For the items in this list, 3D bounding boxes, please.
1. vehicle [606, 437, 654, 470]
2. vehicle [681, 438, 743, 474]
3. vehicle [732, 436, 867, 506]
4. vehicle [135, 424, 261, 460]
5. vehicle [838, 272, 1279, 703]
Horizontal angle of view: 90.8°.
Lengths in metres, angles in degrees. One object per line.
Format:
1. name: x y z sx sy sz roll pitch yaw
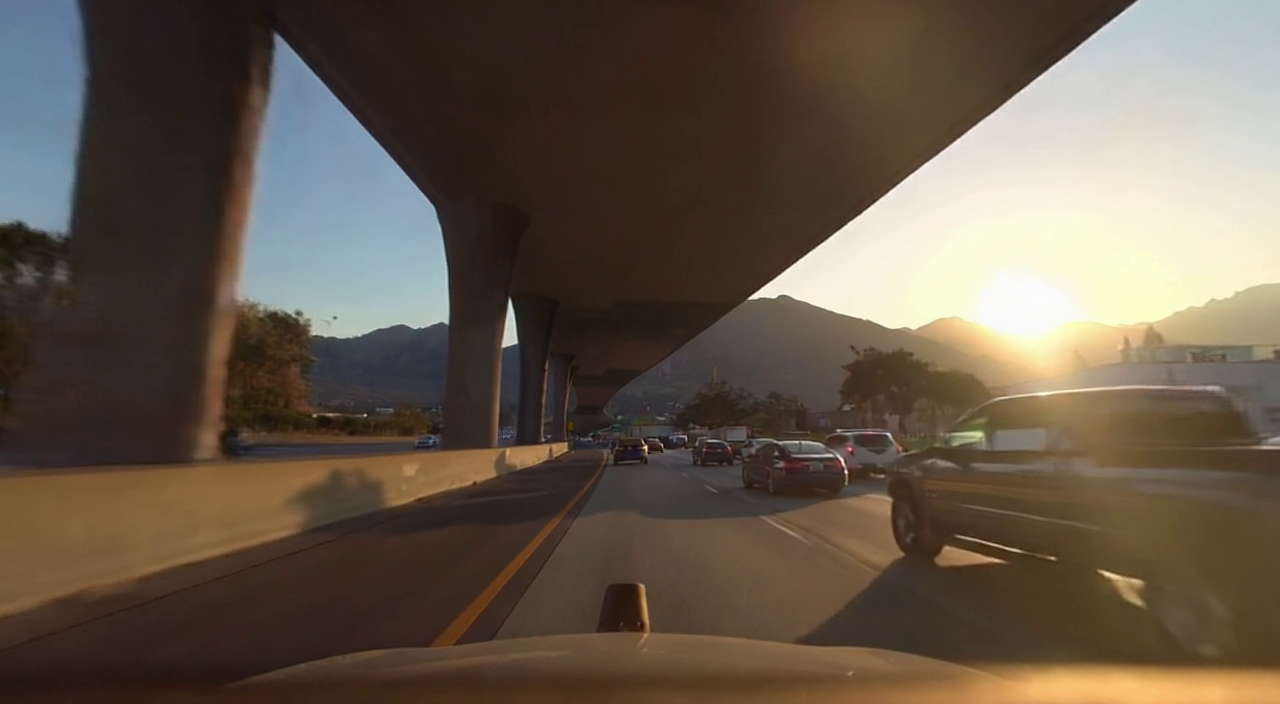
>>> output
1. vehicle: -0.583 5.130 32.070 2.266 1.549 3.978 0 -8 -3
2. vehicle: 3.217 4.749 29.059 2.057 1.517 4.538 0 -8 -4
3. vehicle: 3.747 2.885 15.905 1.923 1.462 4.895 0 -8 -3
4. vehicle: -19.291 3.989 27.928 2.170 1.464 4.896 0 -8 -2
5. vehicle: 4.036 0.990 4.638 2.747 2.061 7.011 0 -8 -1
